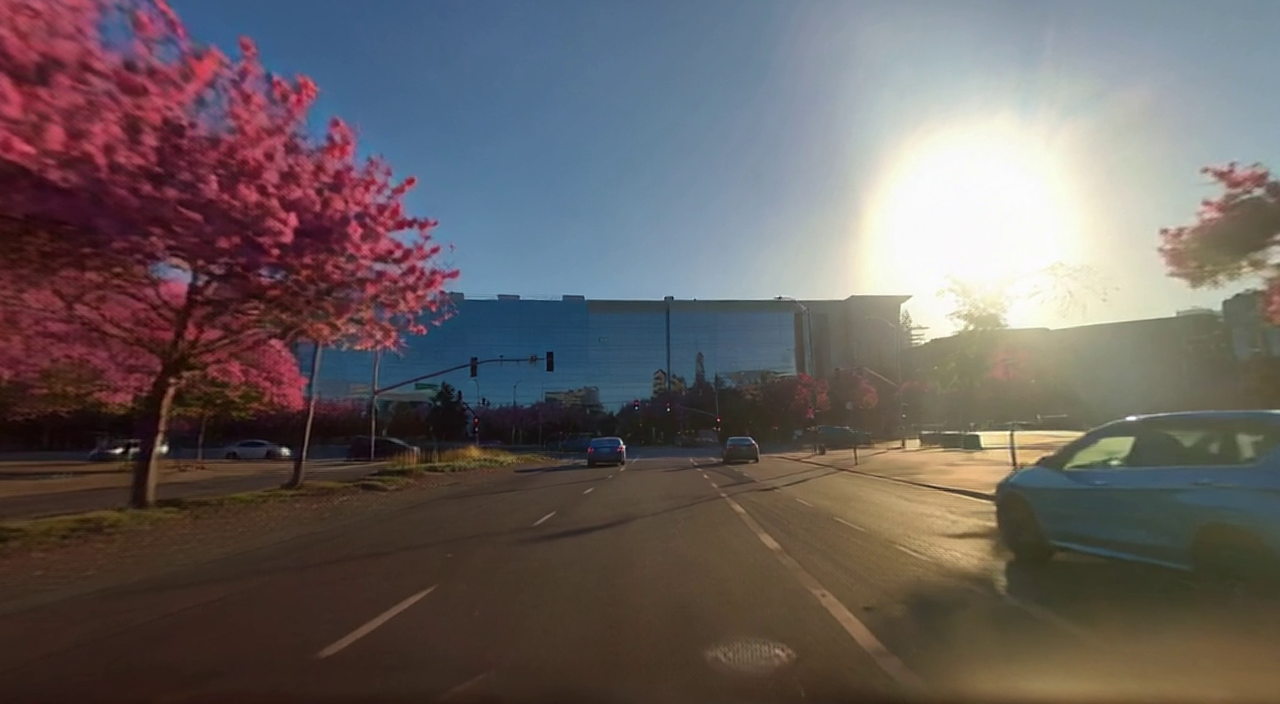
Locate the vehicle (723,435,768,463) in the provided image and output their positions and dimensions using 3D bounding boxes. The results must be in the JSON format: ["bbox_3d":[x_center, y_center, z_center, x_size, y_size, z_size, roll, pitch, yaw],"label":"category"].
[{"bbox_3d":[5.966,5.539,36.190,2.007,1.466,4.291,-1,-8,2],"label":"vehicle"}]

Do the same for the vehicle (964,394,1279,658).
[{"bbox_3d":[4.745,1.217,5.100,2.019,1.518,4.285,0,-8,1],"label":"vehicle"}]

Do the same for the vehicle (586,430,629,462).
[{"bbox_3d":[-1.813,5.425,36.537,1.995,1.703,4.367,-1,-8,4],"label":"vehicle"}]
